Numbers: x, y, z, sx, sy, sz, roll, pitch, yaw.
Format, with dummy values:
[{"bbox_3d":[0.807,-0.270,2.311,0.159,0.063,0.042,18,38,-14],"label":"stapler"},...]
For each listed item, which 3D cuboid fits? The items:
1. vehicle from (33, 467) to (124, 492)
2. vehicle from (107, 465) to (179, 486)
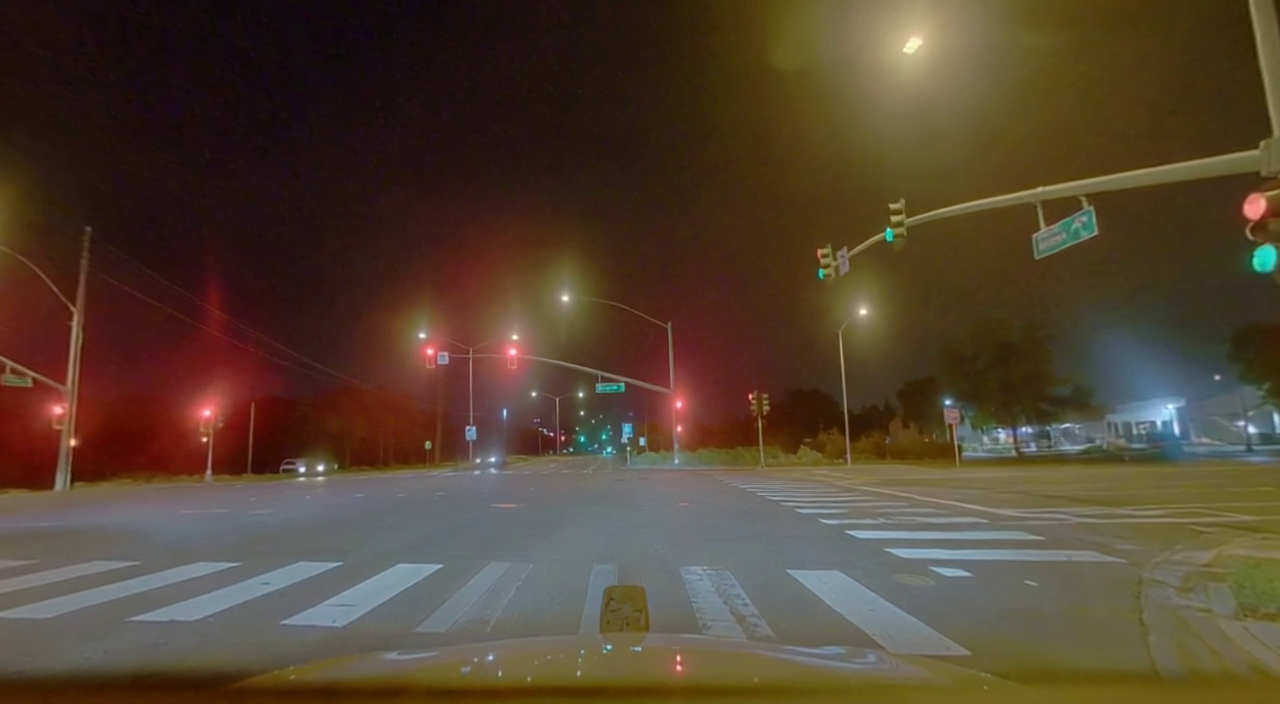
[{"bbox_3d":[-36.141,8.212,40.605,4.241,1.413,1.673,-1,-8,-1],"label":"vehicle"},{"bbox_3d":[-35.908,8.926,45.584,3.681,1.423,1.680,0,-8,0],"label":"vehicle"}]
